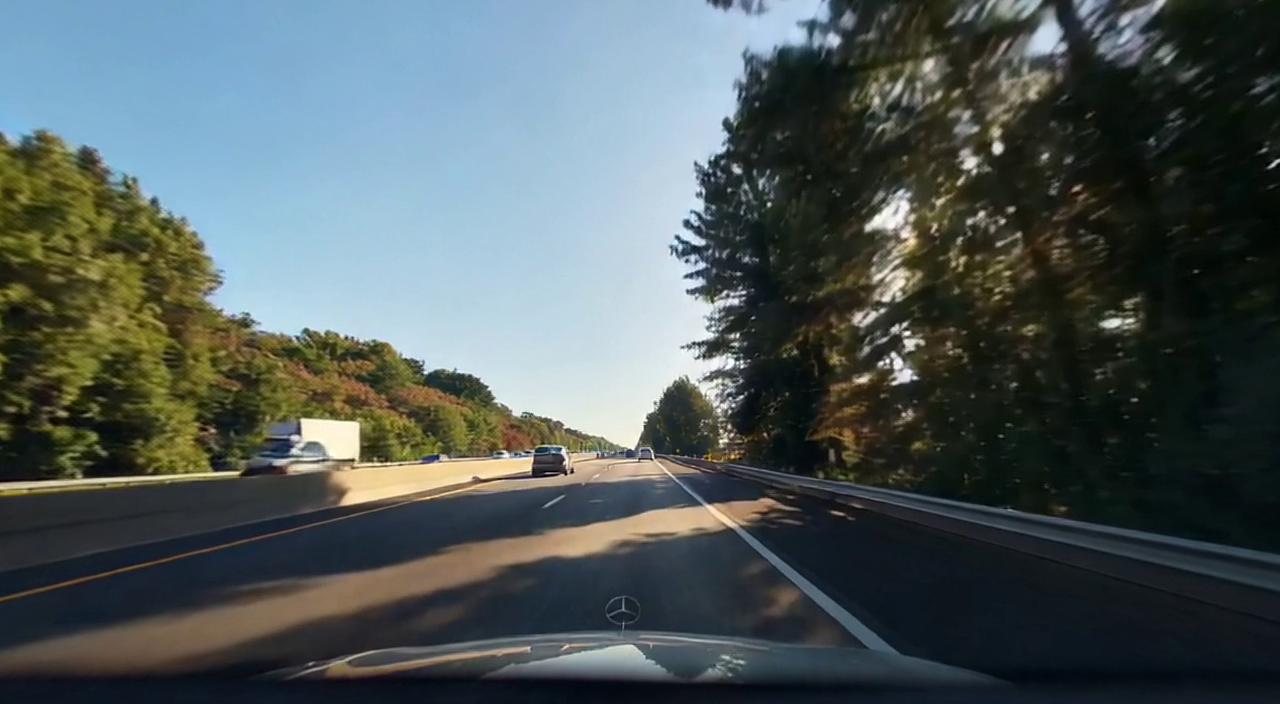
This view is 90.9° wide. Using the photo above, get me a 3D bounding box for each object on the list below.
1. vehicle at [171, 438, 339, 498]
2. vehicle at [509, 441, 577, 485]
[{"bbox_3d":[-12.877,3.920,21.664,2.276,1.778,5.392,-1,-9,1],"label":"vehicle"},{"bbox_3d":[-3.953,4.621,26.505,2.095,1.664,4.305,0,-9,1],"label":"vehicle"}]
